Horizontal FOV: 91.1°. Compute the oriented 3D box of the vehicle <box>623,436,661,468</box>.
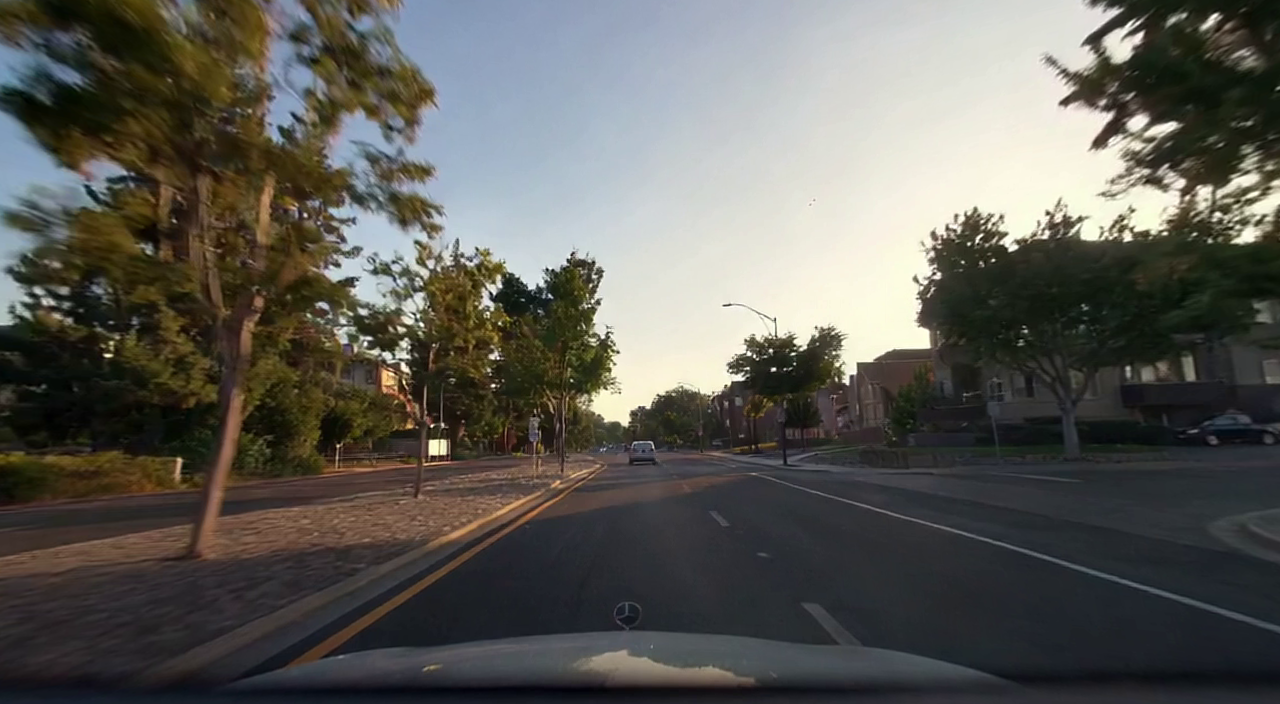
[{"bbox_3d":[0.063,5.988,37.706,2.165,1.783,4.391,0,-9,-2],"label":"vehicle"}]

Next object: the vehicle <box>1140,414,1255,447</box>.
[{"bbox_3d":[28.549,4.084,32.324,1.922,1.590,4.106,1,-9,-5],"label":"vehicle"}]
